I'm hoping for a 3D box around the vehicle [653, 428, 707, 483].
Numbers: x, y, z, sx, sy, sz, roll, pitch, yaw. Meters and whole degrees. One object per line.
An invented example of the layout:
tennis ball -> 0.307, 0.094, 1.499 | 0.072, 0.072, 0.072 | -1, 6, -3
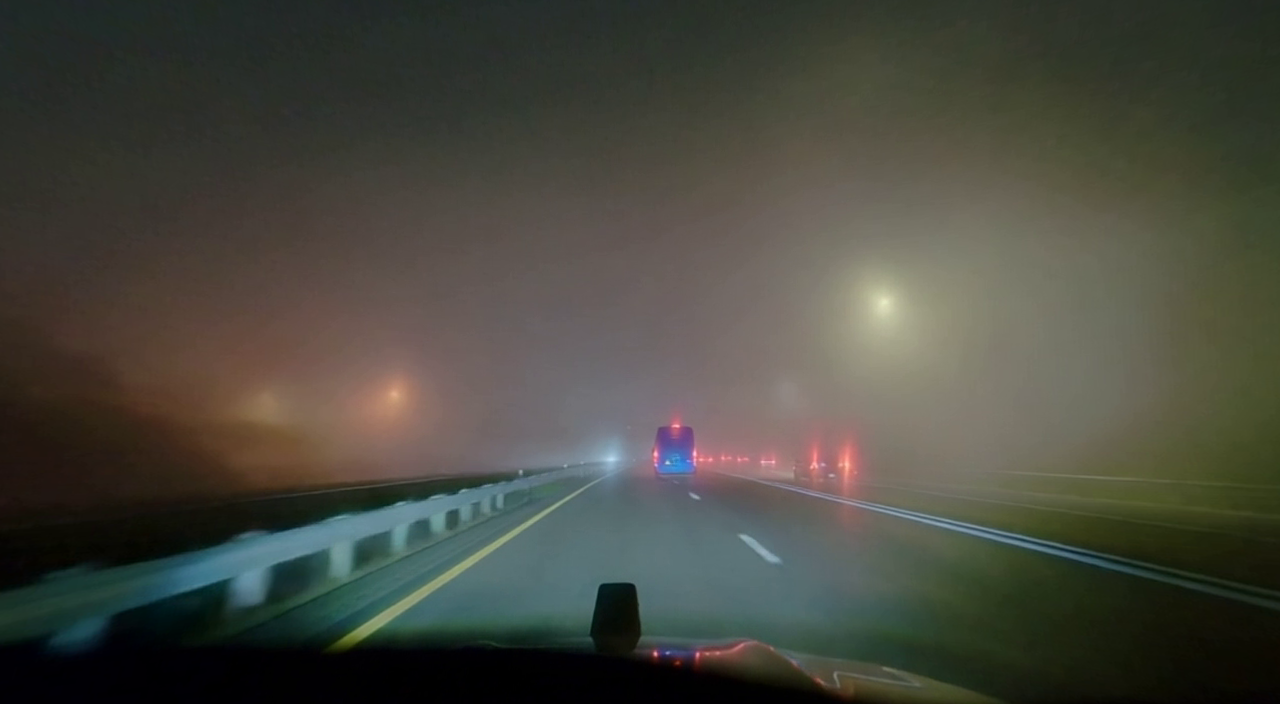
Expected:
vehicle -> 1.969, 5.396, 32.899 | 2.560, 2.598, 5.581 | 0, -9, 1
